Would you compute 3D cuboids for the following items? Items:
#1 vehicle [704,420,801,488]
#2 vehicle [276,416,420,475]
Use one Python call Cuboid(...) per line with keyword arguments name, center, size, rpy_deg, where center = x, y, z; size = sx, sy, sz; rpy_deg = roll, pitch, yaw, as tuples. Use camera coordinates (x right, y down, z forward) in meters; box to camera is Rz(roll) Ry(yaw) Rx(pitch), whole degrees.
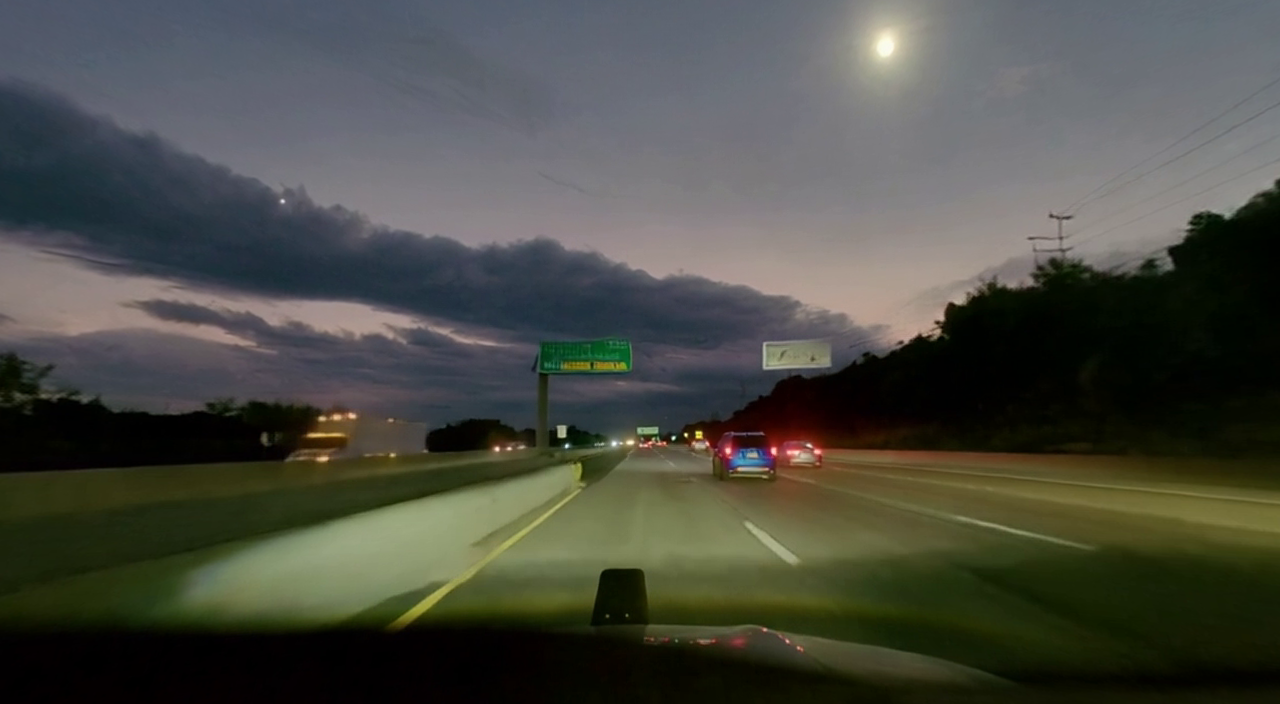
Cuboid(name="vehicle", center=(3.300, 3.100, 19.436), size=(2.120, 1.832, 4.287), rpy_deg=(0, -8, -1))
Cuboid(name="vehicle", center=(-17.973, 5.933, 40.343), size=(3.139, 3.154, 12.225), rpy_deg=(0, -8, 1))
